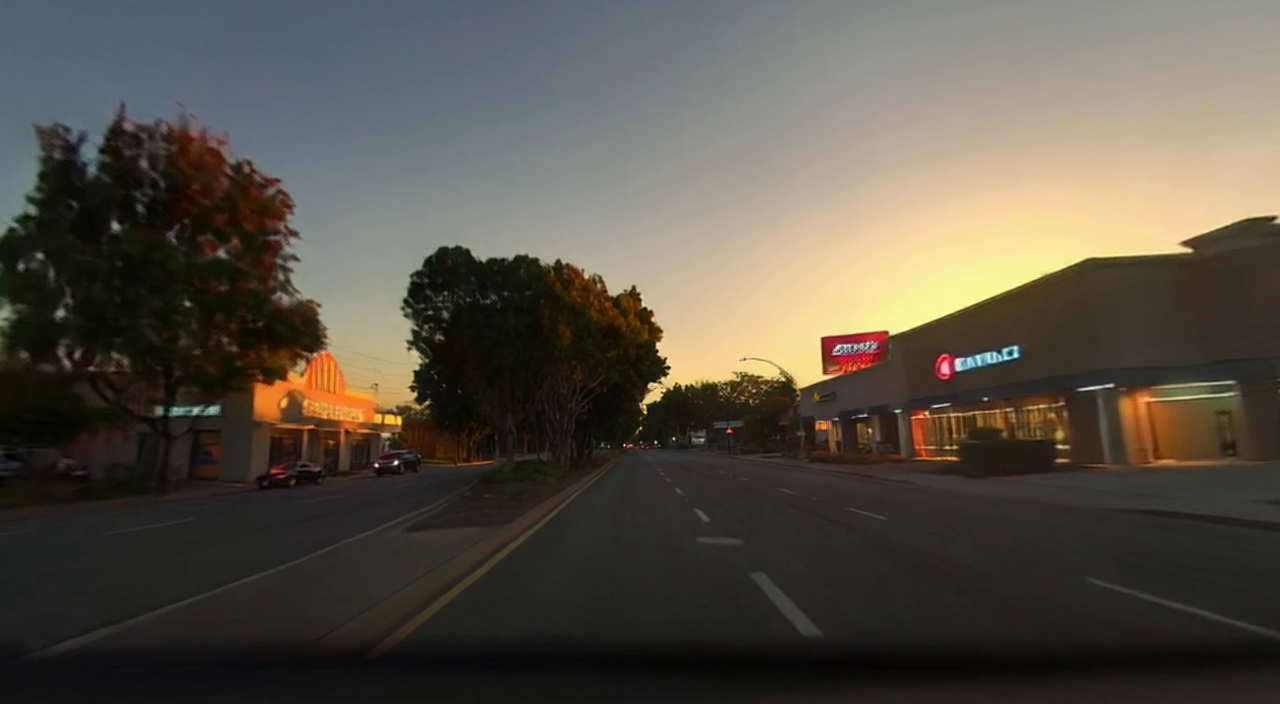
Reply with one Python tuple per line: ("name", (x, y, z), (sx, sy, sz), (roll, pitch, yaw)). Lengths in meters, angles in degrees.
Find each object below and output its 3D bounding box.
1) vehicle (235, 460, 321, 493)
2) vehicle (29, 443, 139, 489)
("vehicle", (-19.342, 6.650, 34.016), (2.012, 1.471, 4.613), (-2, -8, -2))
("vehicle", (-29.715, 6.008, 33.731), (5.867, 2.279, 2.342), (-5, -10, 28))
